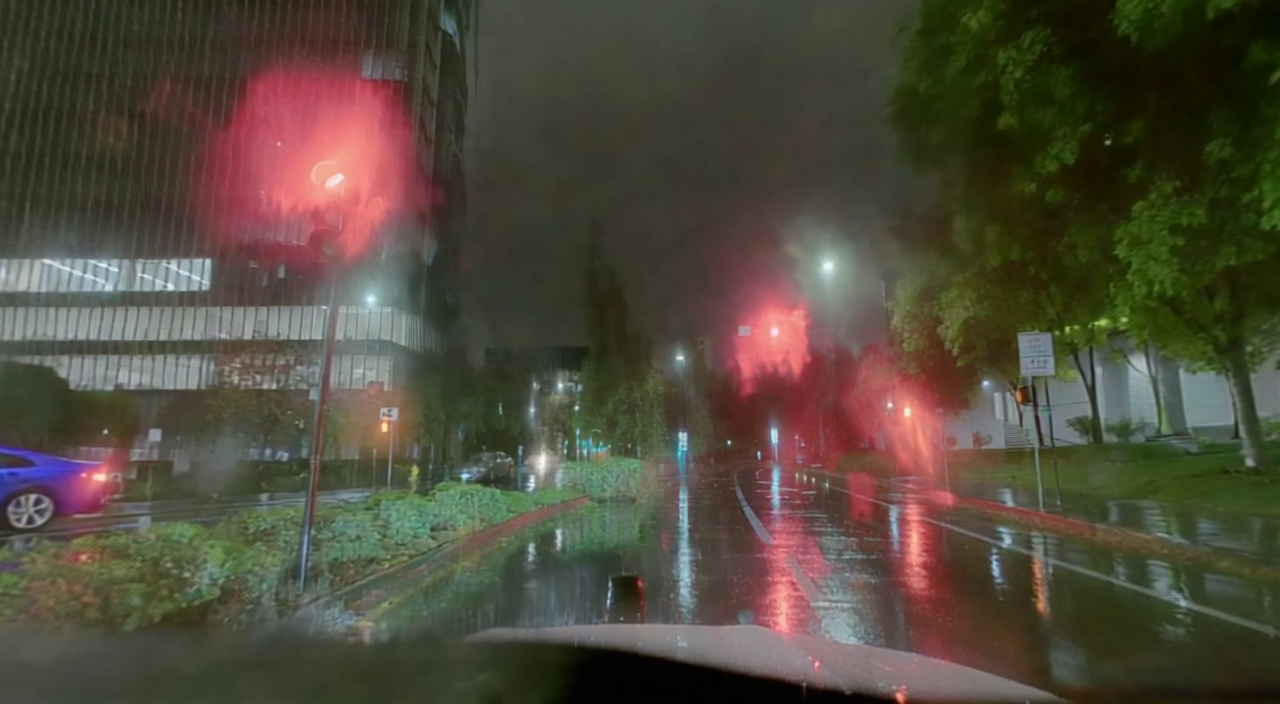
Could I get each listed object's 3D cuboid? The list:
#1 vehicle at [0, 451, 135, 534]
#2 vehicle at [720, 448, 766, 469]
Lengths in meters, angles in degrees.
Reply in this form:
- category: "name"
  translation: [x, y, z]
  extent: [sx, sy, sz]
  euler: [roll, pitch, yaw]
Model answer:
- category: "vehicle"
  translation: [-12.880, 2.713, 12.286]
  extent: [4.598, 1.490, 1.816]
  euler: [7, -11, -40]
- category: "vehicle"
  translation: [7.840, 8.117, 48.420]
  extent: [1.829, 1.440, 4.384]
  euler: [2, -9, -14]
